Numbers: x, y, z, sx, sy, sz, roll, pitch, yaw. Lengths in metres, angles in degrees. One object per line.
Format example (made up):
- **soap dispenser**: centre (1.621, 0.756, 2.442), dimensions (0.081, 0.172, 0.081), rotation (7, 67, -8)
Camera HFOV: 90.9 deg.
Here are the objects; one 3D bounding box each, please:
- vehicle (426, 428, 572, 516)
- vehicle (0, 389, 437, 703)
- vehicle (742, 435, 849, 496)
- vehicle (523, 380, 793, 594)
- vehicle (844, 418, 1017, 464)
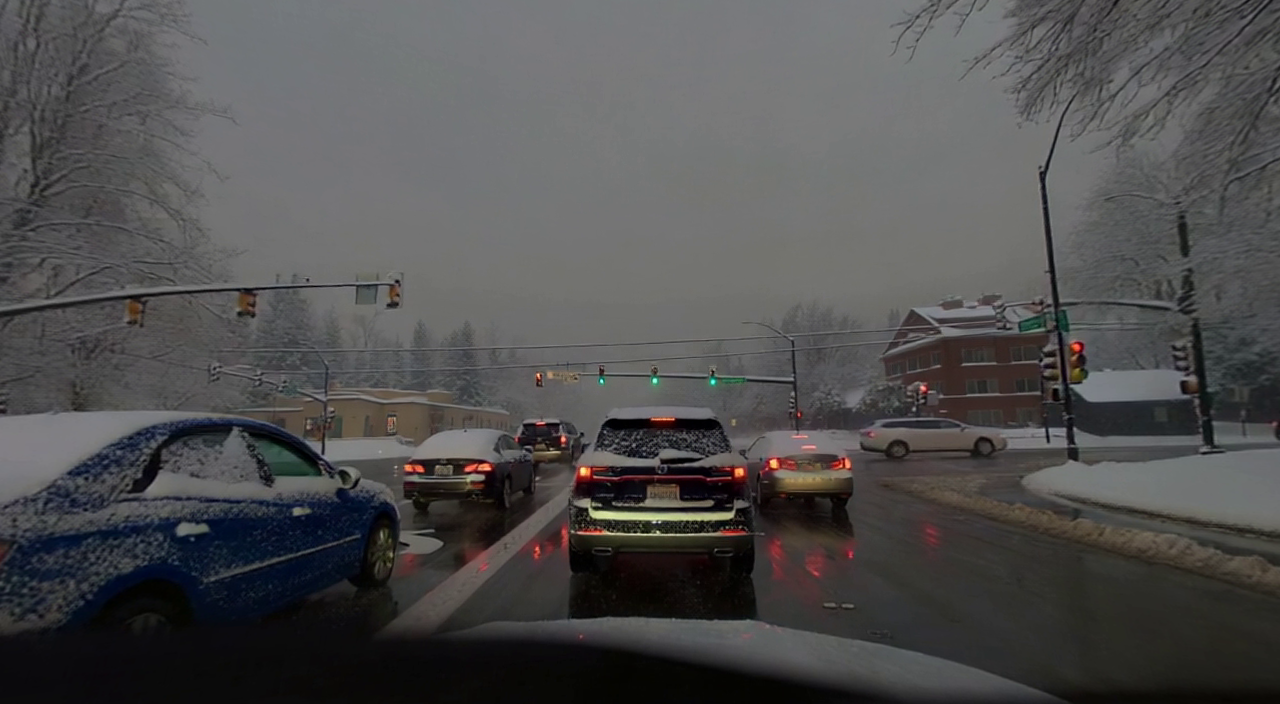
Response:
- **vehicle**: centre (-2.684, 2.391, 13.084), dimensions (1.851, 1.502, 4.042), rotation (0, -8, 4)
- **vehicle**: centre (-3.220, 1.197, 4.401), dimensions (1.958, 1.494, 4.624), rotation (0, -8, 2)
- **vehicle**: centre (4.096, 3.057, 17.339), dimensions (1.979, 1.453, 4.011), rotation (0, -8, 1)
- **vehicle**: centre (0.203, 1.467, 7.654), dimensions (2.300, 1.832, 4.331), rotation (0, -8, 1)
- **vehicle**: centre (13.361, 4.208, 29.666), dimensions (6.879, 1.984, 2.808), rotation (-2, -9, 15)
